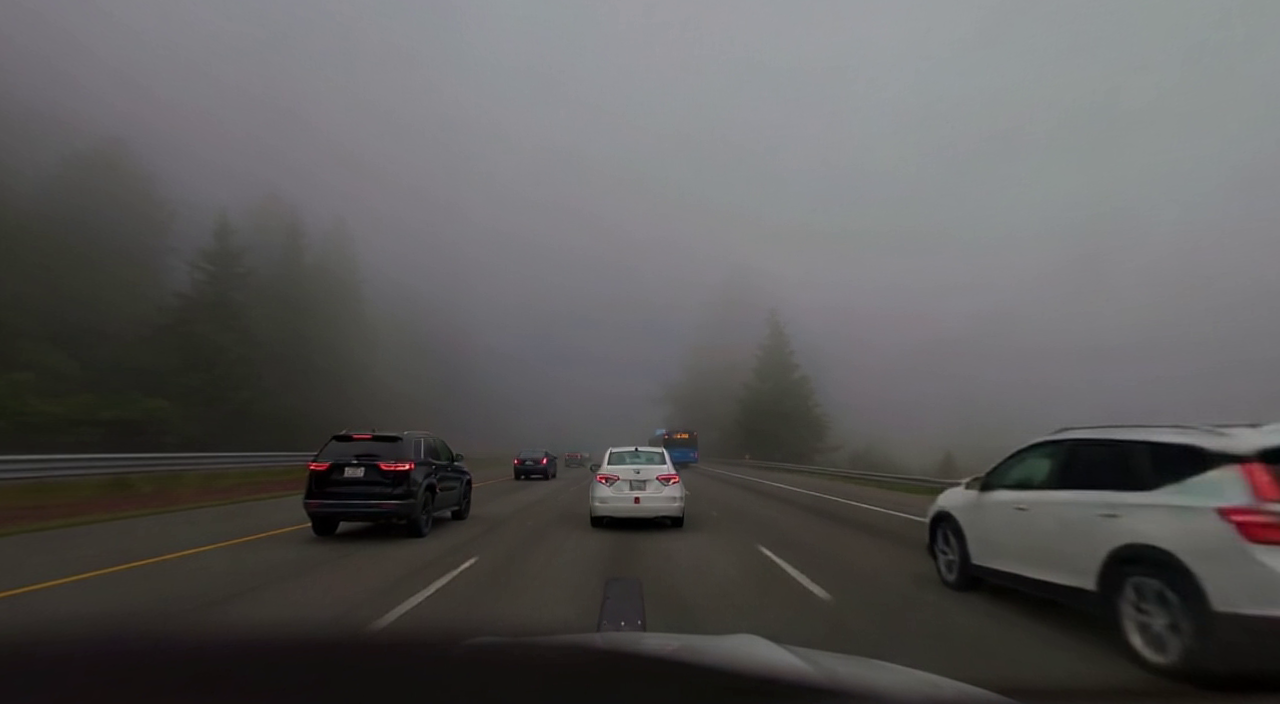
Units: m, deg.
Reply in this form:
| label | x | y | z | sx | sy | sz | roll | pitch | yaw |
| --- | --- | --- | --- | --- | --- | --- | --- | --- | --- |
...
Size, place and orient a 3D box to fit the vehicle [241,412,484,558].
| label | x | y | z | sx | sy | sz | roll | pitch | yaw |
| --- | --- | --- | --- | --- | --- | --- | --- | --- | --- |
| vehicle | -3.792 | 1.886 | 9.562 | 1.830 | 1.703 | 4.142 | 0 | -9 | -1 |

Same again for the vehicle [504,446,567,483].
| label | x | y | z | sx | sy | sz | roll | pitch | yaw |
| --- | --- | --- | --- | --- | --- | --- | --- | --- | --- |
| vehicle | -4.458 | 4.855 | 27.498 | 2.122 | 1.491 | 3.800 | 0 | -9 | -1 |

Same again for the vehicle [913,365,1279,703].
| label | x | y | z | sx | sy | sz | roll | pitch | yaw |
| --- | --- | --- | --- | --- | --- | --- | --- | --- | --- |
| vehicle | 3.706 | 1.104 | 3.964 | 1.996 | 1.688 | 4.207 | 0 | -9 | -1 |

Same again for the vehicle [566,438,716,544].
| label | x | y | z | sx | sy | sz | roll | pitch | yaw |
| --- | --- | --- | --- | --- | --- | --- | --- | --- | --- |
| vehicle | -0.044 | 2.308 | 11.105 | 2.120 | 1.478 | 4.179 | 0 | -9 | -2 |
